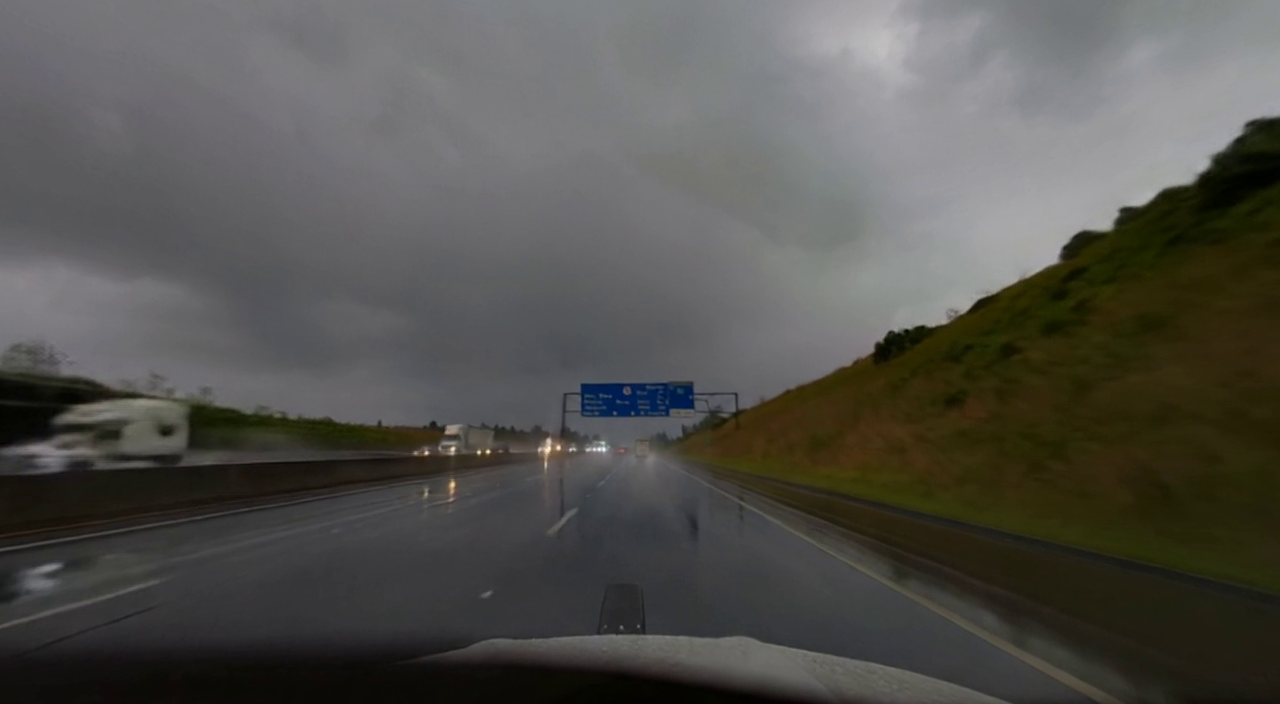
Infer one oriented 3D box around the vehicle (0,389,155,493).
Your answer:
[{"bbox_3d":[-18.197,2.643,18.451,2.450,2.732,6.851,0,-9,0],"label":"vehicle"}]
